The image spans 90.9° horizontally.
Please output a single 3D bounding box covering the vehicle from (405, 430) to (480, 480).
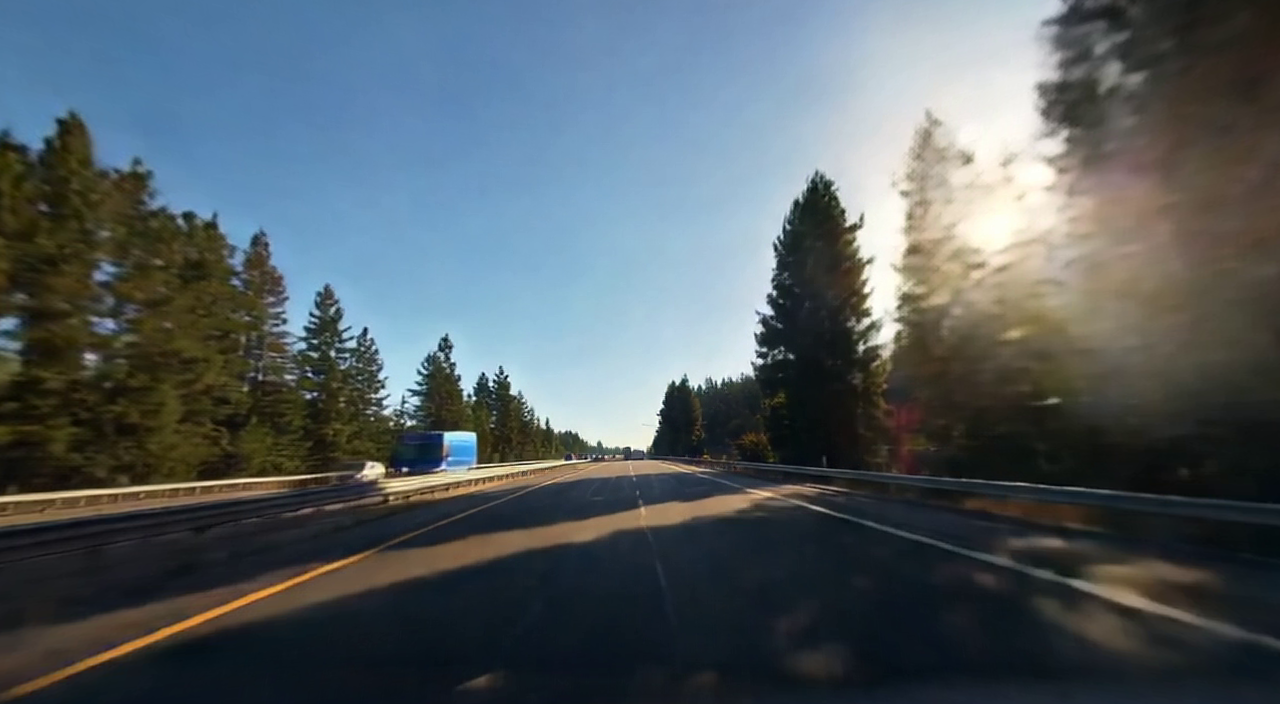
[{"bbox_3d":[-11.438,6.041,37.152,2.317,2.613,6.793,0,-9,-1],"label":"vehicle"}]

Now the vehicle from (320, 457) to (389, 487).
[{"bbox_3d":[-15.676,6.573,34.843,1.874,1.461,4.339,0,-9,-2],"label":"vehicle"}]
